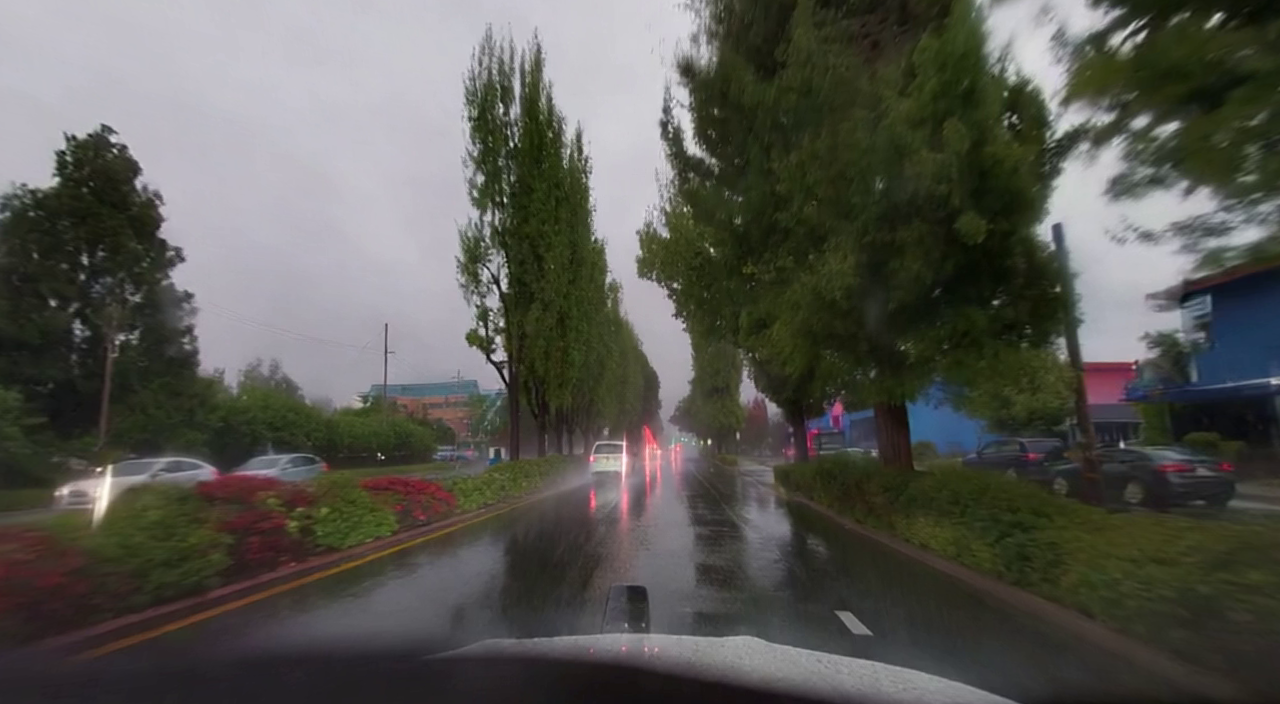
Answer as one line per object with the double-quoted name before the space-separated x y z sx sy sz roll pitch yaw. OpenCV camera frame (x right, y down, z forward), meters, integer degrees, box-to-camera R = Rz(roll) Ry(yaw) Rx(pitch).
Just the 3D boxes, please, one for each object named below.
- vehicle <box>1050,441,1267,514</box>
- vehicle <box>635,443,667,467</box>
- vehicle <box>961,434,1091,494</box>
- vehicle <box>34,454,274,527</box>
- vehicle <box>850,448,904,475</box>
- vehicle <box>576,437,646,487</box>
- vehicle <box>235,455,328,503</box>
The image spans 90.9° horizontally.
"vehicle" 12.034 2.884 15.088 1.843 1.456 4.220 -1 -8 5
"vehicle" 0.900 7.866 48.348 2.166 1.769 4.162 -1 -8 5
"vehicle" 12.475 3.614 20.756 1.887 1.722 4.285 -1 -8 6
"vehicle" -15.336 4.338 20.605 2.324 1.866 6.095 -1 -8 10
"vehicle" 14.123 6.534 37.832 1.852 1.457 4.351 0 -9 4
"vehicle" -0.978 4.121 23.943 2.129 1.713 4.314 0 -8 4
"vehicle" -14.487 5.107 25.612 1.712 1.753 2.869 -1 -9 11
